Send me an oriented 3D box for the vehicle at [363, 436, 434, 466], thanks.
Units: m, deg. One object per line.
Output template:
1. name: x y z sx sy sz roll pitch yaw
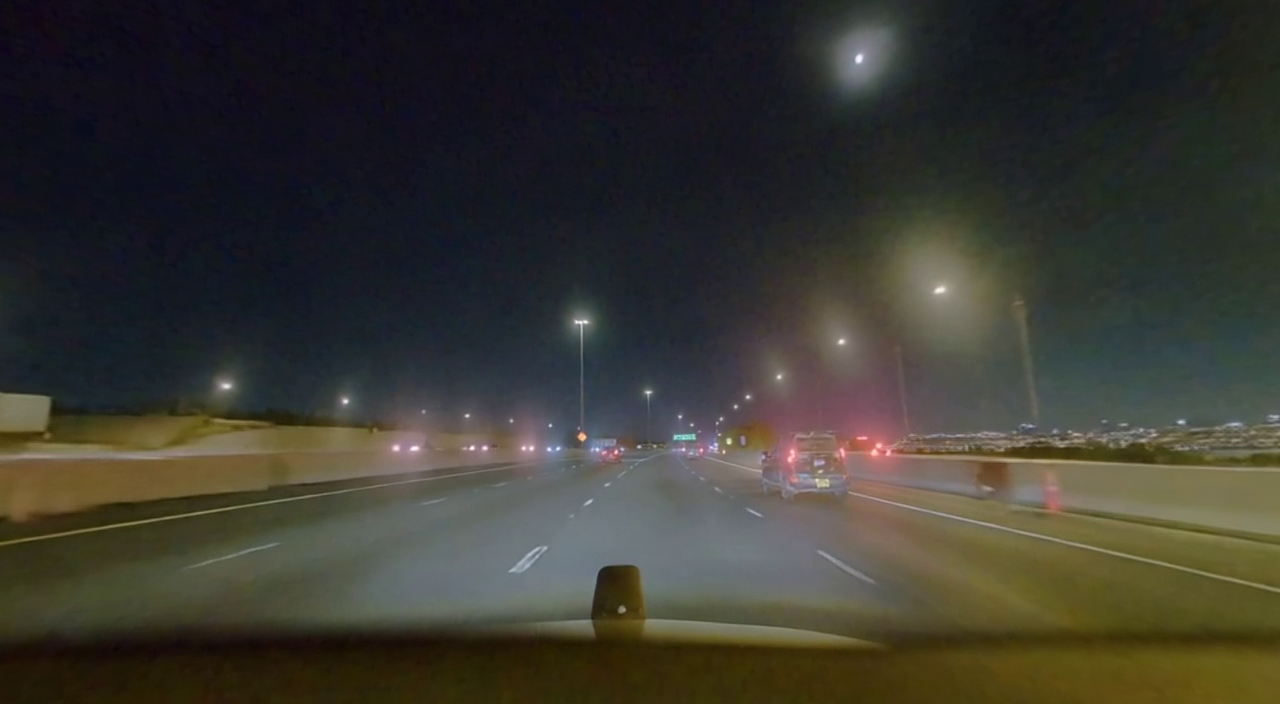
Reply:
1. vehicle: -15.302 6.311 40.321 2.202 1.765 5.454 0 -9 2
